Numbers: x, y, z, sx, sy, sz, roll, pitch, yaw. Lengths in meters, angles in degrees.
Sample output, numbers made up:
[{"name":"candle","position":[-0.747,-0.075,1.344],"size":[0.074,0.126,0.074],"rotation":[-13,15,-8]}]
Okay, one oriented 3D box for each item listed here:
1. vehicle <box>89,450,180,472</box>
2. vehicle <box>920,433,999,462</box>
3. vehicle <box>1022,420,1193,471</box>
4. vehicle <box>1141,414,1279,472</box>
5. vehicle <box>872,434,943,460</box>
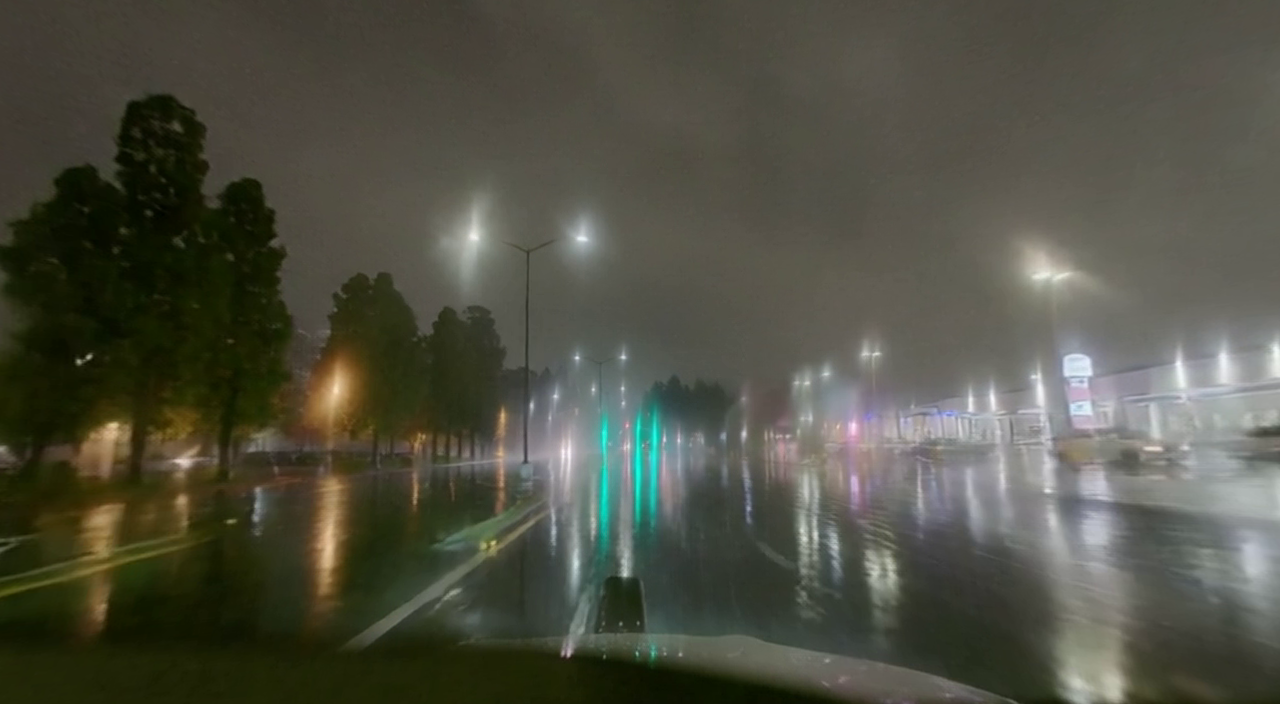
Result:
[{"name":"vehicle","position":[-36.894,7.939,46.211],"size":[1.861,1.463,4.791],"rotation":[-6,-10,35]},{"name":"vehicle","position":[18.948,5.634,37.413],"size":[4.515,1.606,1.910],"rotation":[5,-10,-30]},{"name":"vehicle","position":[17.204,3.510,23.742],"size":[2.196,1.667,5.262],"rotation":[0,-8,-3]},{"name":"vehicle","position":[17.427,2.658,18.486],"size":[1.841,1.471,4.367],"rotation":[-2,-9,-1]},{"name":"vehicle","position":[18.258,6.464,43.109],"size":[4.493,1.632,1.985],"rotation":[4,-10,-28]}]
